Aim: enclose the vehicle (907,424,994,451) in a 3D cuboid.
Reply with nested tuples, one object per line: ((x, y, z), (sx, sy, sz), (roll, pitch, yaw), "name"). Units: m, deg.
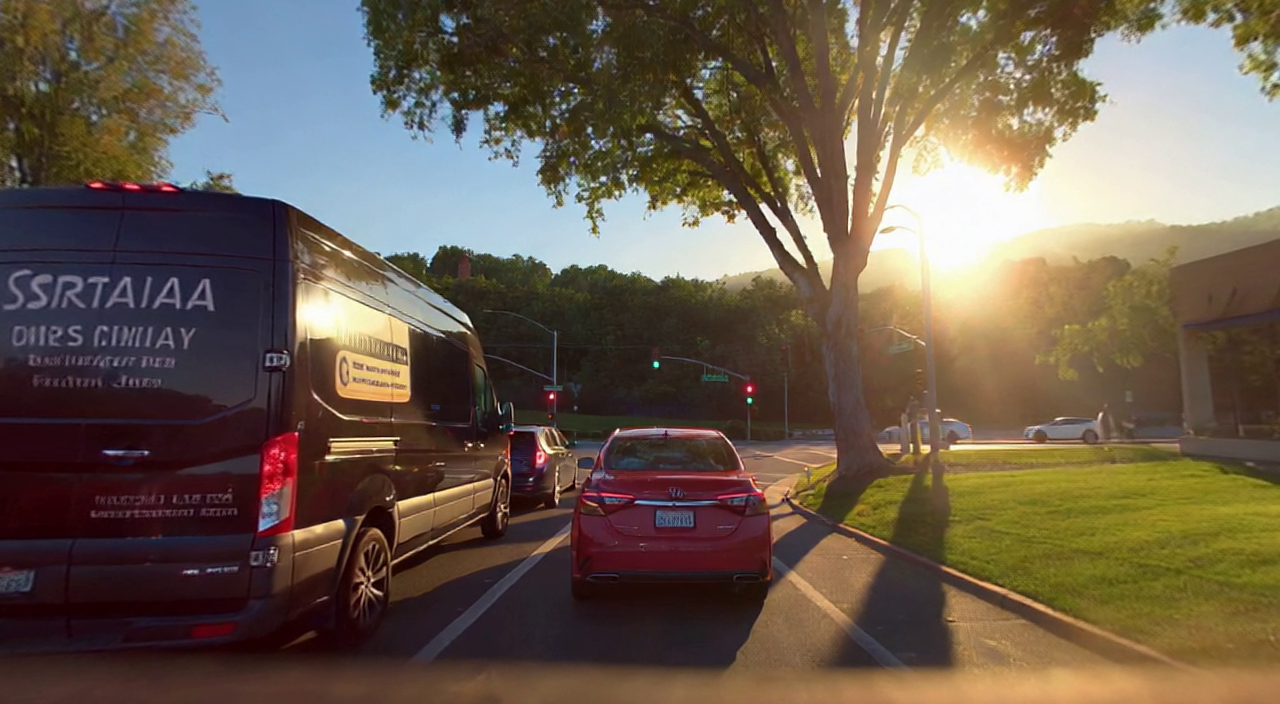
((21.925, 6.063, 44.537), (5.021, 1.848, 2.210), (1, -9, -9), "vehicle")

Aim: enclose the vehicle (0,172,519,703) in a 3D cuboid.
((-3.068, 0.901, 6.156), (2.555, 3.035, 5.702), (0, -8, 0), "vehicle")

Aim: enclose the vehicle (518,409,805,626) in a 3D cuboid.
((0.330, 1.690, 7.472), (2.398, 1.773, 4.254), (-1, -8, 5), "vehicle")

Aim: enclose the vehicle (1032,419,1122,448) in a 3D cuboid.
((32.002, 6.027, 46.154), (5.084, 2.041, 2.360), (2, -9, -9), "vehicle")
